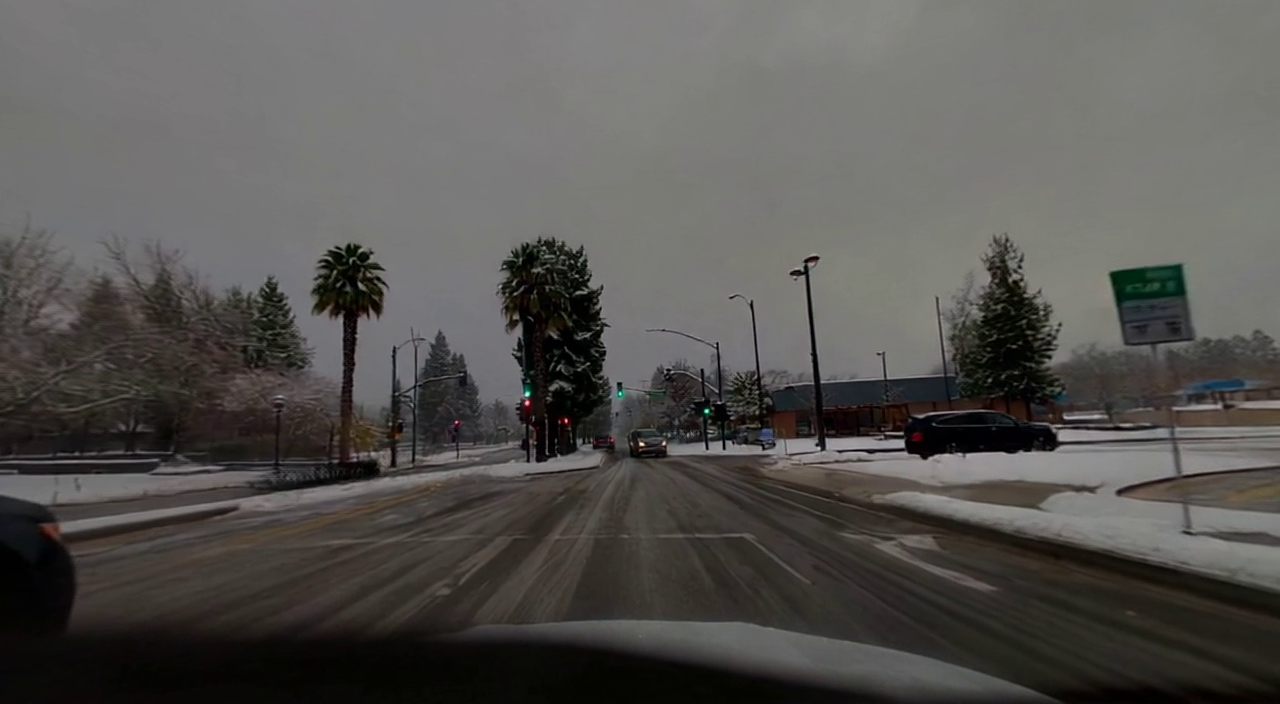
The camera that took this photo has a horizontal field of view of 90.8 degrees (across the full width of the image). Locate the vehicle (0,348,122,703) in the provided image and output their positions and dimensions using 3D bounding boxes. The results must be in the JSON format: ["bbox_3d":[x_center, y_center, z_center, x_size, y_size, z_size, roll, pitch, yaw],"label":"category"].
[{"bbox_3d":[-3.820,0.613,1.176,2.062,1.728,4.246,0,-9,0],"label":"vehicle"}]

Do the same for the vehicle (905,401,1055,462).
[{"bbox_3d":[13.223,3.142,24.420,6.059,2.082,2.703,6,-11,-37],"label":"vehicle"}]
